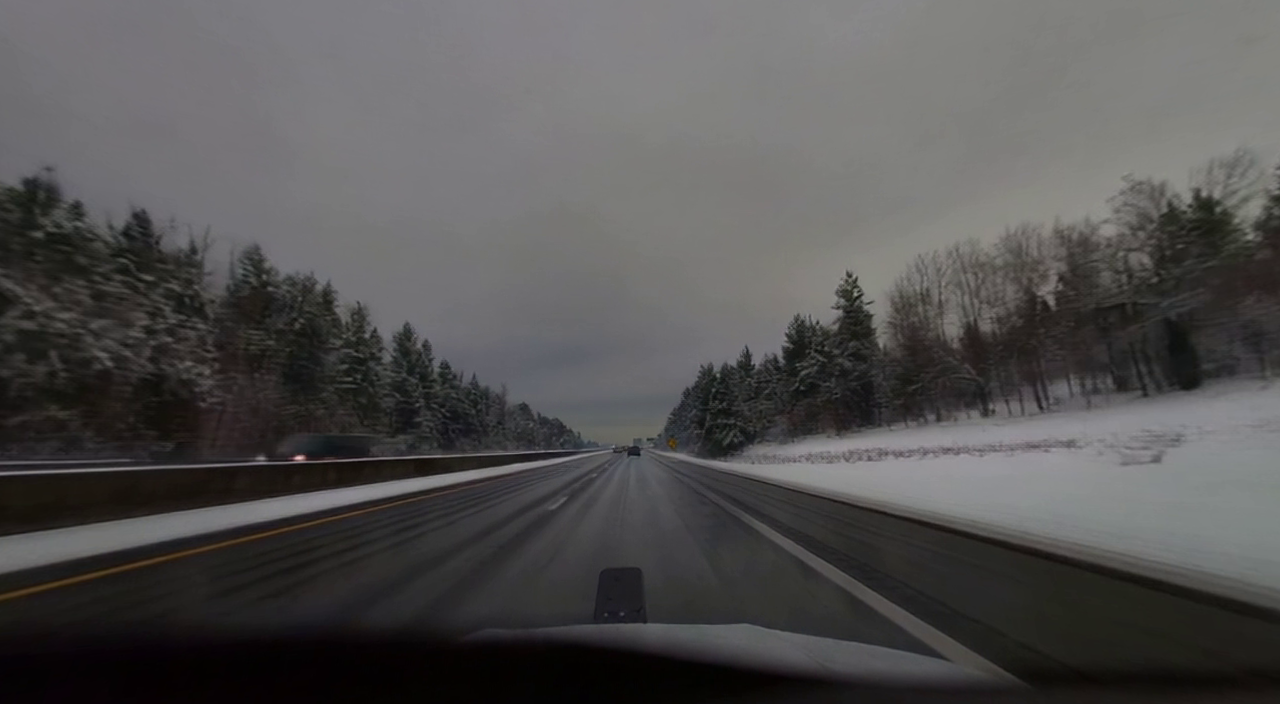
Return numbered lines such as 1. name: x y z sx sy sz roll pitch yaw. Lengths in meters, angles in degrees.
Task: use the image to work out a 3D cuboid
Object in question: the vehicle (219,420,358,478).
1. vehicle: -12.293 3.472 22.537 2.145 1.847 4.924 0 -9 0
